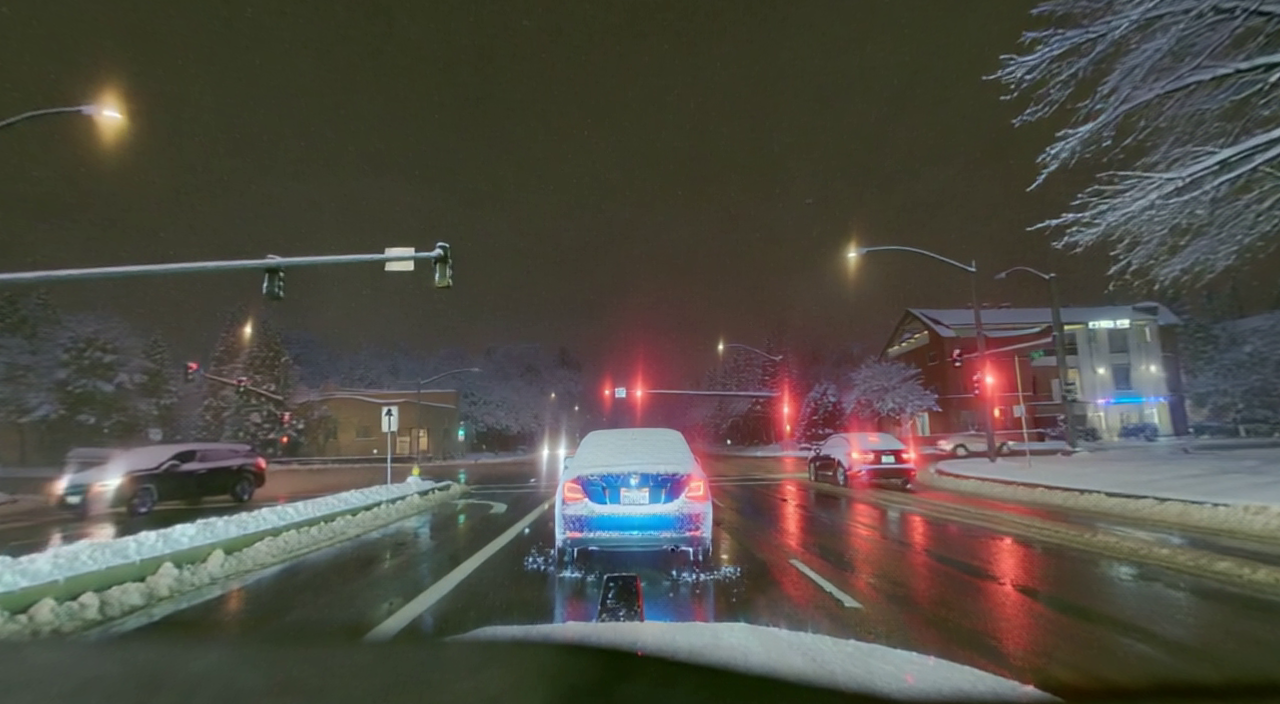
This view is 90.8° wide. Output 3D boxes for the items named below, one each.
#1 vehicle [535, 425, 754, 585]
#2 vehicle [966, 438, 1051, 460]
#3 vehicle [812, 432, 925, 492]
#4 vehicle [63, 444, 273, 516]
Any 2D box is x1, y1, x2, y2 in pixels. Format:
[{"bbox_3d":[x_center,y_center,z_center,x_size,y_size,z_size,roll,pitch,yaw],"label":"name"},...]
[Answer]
[{"bbox_3d":[-0.017,1.764,8.149,2.070,1.488,4.206,0,-8,-2],"label":"vehicle"},{"bbox_3d":[25.503,6.720,43.829,4.563,1.454,2.056,0,-8,-2],"label":"vehicle"},{"bbox_3d":[7.061,3.434,20.072,2.039,1.692,4.319,0,-8,1],"label":"vehicle"},{"bbox_3d":[-12.740,3.431,17.565,2.097,1.710,4.649,-1,-9,3],"label":"vehicle"}]
